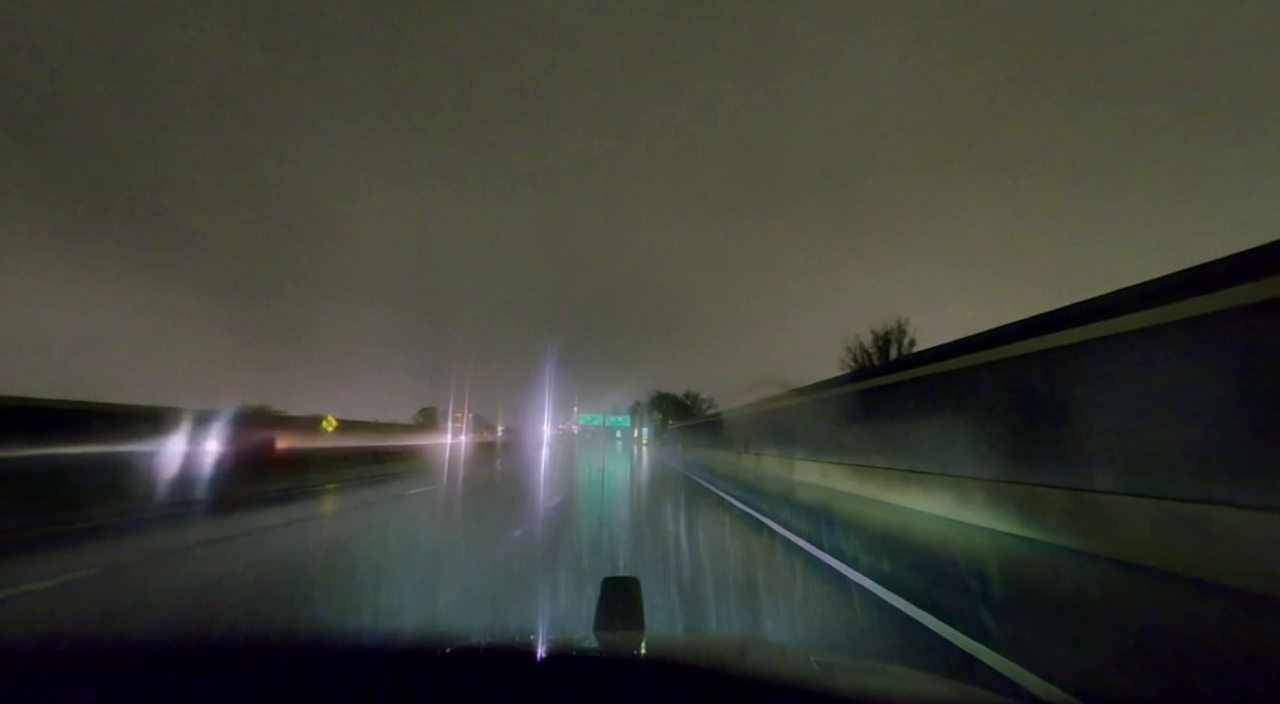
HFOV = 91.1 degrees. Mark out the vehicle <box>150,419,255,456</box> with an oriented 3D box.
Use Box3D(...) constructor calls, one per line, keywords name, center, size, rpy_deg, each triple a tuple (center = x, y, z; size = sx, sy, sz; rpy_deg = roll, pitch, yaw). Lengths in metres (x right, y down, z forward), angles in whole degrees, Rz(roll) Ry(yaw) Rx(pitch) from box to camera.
Box3D(name="vehicle", center=(-20.150, 3.996, 29.162), size=(1.884, 1.559, 4.143), rpy_deg=(0, -8, -1))
